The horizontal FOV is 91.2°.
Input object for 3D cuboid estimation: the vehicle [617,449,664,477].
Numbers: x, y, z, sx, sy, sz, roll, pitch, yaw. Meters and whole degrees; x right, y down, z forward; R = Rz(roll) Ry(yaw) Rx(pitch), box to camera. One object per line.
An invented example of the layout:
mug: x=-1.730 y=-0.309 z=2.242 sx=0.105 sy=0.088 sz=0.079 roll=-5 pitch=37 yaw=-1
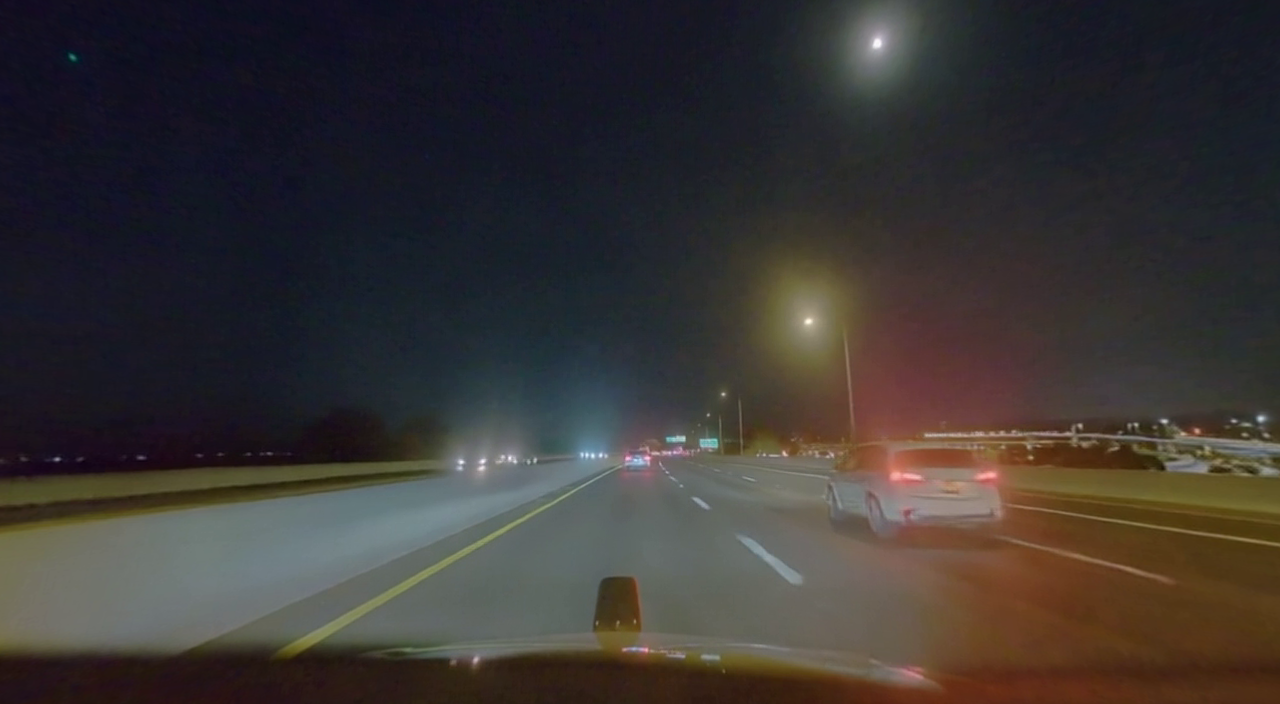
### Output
vehicle: x=0.073 y=6.843 z=38.870 sx=2.084 sy=1.594 sz=4.219 roll=-2 pitch=-9 yaw=12

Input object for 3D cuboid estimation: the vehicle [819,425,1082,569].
vehicle: x=4.078 y=1.959 z=9.134 sx=1.969 sy=1.595 sz=3.964 roll=-1 pitch=-9 yaw=4

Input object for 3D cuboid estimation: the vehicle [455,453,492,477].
vehicle: x=-12.549 y=8.521 z=47.514 sx=1.992 sy=1.638 sz=4.416 roll=0 pitch=-9 yaw=-6
